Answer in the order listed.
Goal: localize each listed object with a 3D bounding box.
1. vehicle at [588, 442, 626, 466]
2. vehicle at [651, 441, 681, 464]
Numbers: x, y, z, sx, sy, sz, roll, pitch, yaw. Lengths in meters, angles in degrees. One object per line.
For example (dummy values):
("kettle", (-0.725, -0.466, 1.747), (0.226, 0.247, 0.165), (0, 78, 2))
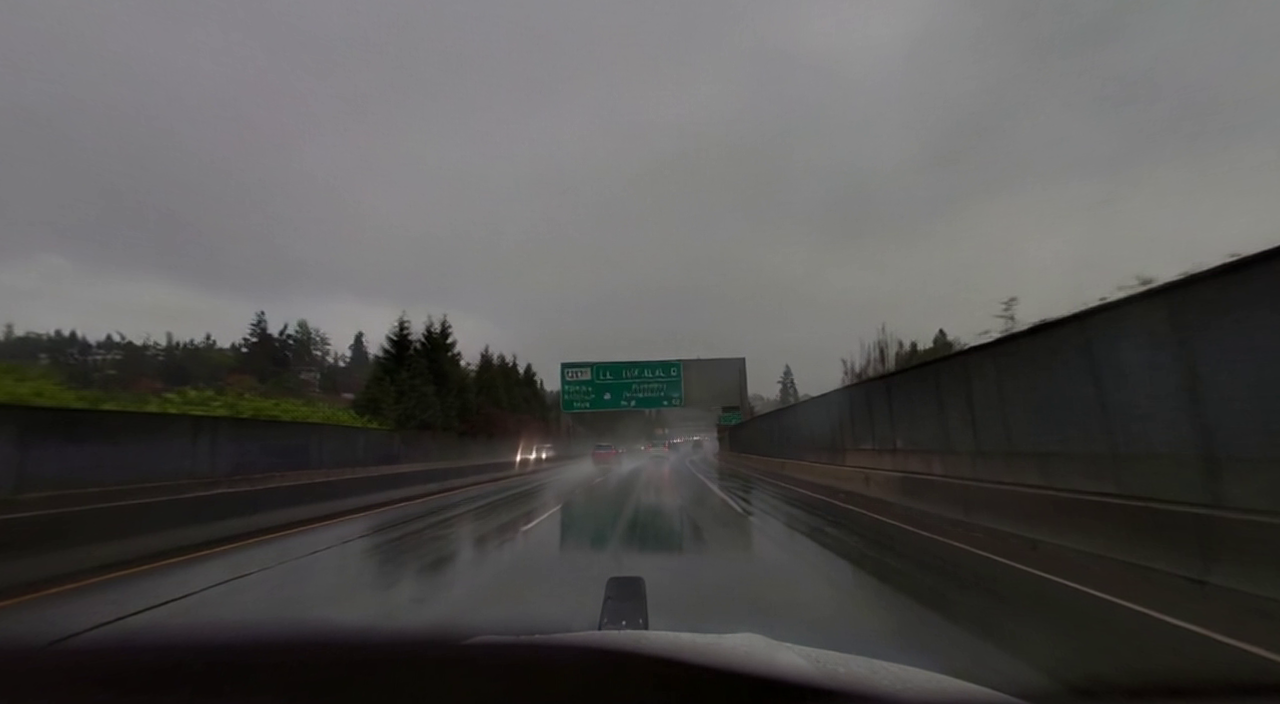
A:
("vehicle", (-2.128, 6.676, 41.408), (1.985, 1.518, 3.847), (-1, -8, 4))
("vehicle", (1.921, 7.313, 45.942), (2.077, 1.533, 3.854), (-1, -8, 3))
